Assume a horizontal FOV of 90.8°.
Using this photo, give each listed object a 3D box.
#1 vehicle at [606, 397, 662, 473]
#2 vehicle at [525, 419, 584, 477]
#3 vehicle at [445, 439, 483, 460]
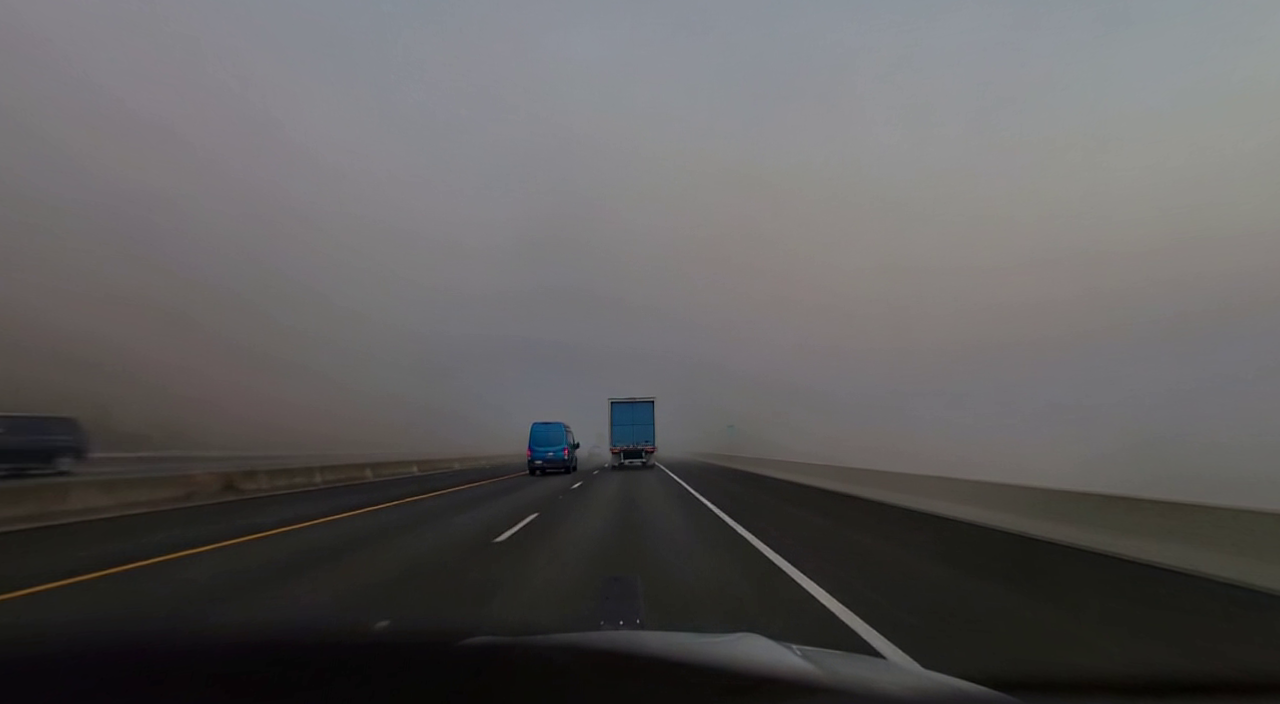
[{"bbox_3d":[-0.359,5.230,38.935,2.995,4.036,10.311,0,-9,0],"label":"vehicle"},{"bbox_3d":[-4.459,5.208,34.162,2.357,2.786,6.144,0,-9,0],"label":"vehicle"},{"bbox_3d":[-13.558,7.544,48.809,1.729,1.572,4.411,0,-9,0],"label":"vehicle"}]
